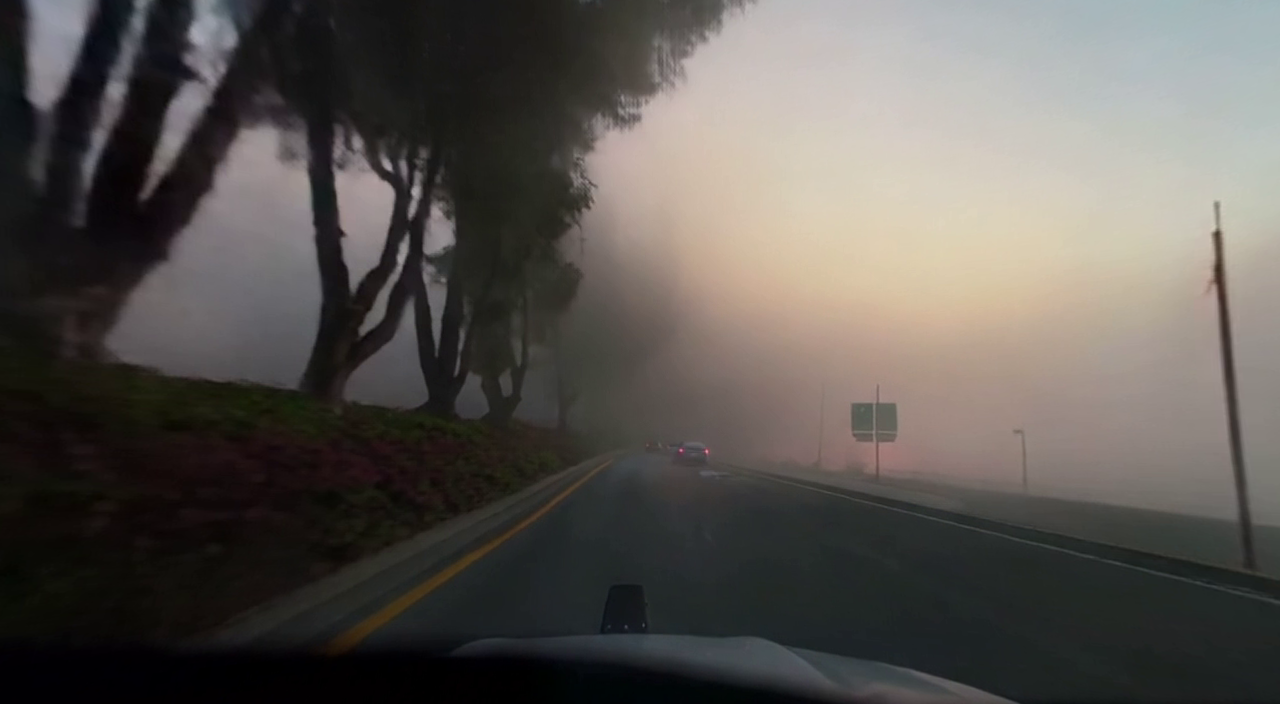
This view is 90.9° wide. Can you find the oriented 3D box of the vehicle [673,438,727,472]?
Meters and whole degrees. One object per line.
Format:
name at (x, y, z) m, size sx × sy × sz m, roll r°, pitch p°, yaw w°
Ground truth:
vehicle at (2.706, 4.764, 29.491) m, size 1.956 × 1.473 × 4.640 m, roll 0°, pitch -8°, yaw -1°
